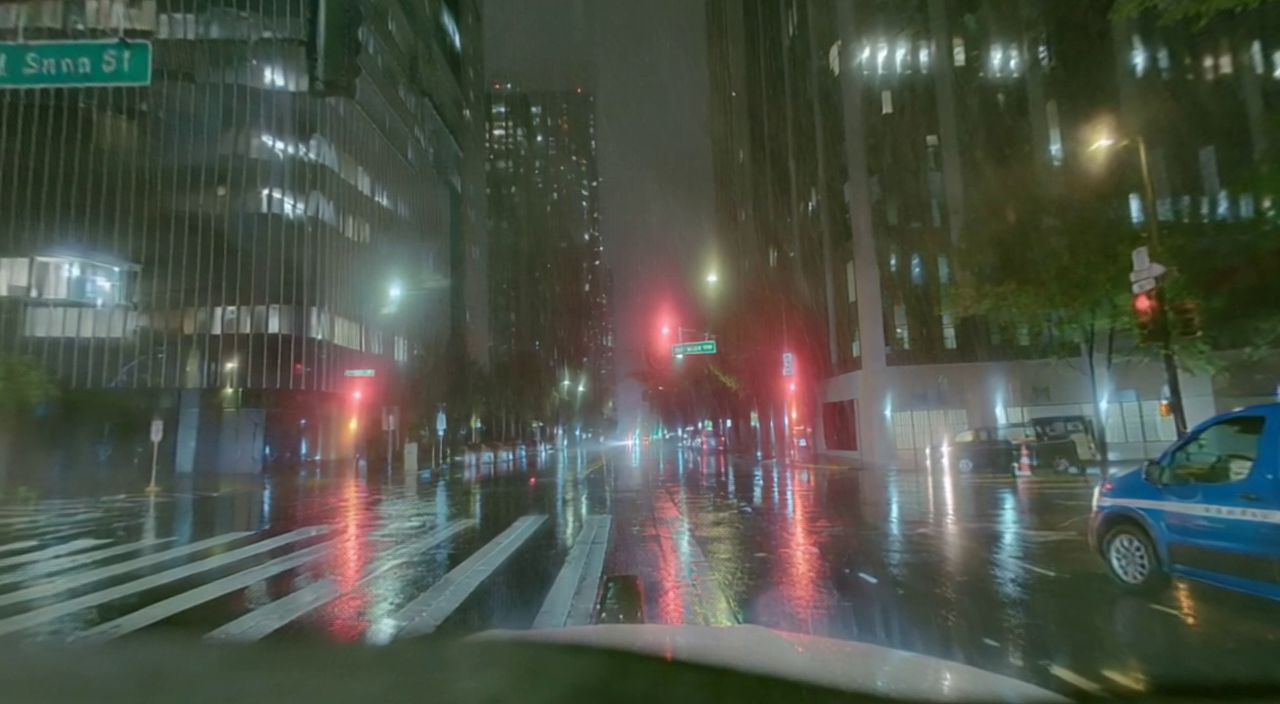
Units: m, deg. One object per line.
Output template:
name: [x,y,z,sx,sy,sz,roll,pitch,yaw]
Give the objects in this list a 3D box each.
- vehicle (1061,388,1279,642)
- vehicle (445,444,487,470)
vehicle: [5.641,1.133,4.292,2.070,1.804,4.881,0,-8,-2]
vehicle: [-12.425,7.507,45.383,1.935,1.639,4.244,-3,-8,-2]
